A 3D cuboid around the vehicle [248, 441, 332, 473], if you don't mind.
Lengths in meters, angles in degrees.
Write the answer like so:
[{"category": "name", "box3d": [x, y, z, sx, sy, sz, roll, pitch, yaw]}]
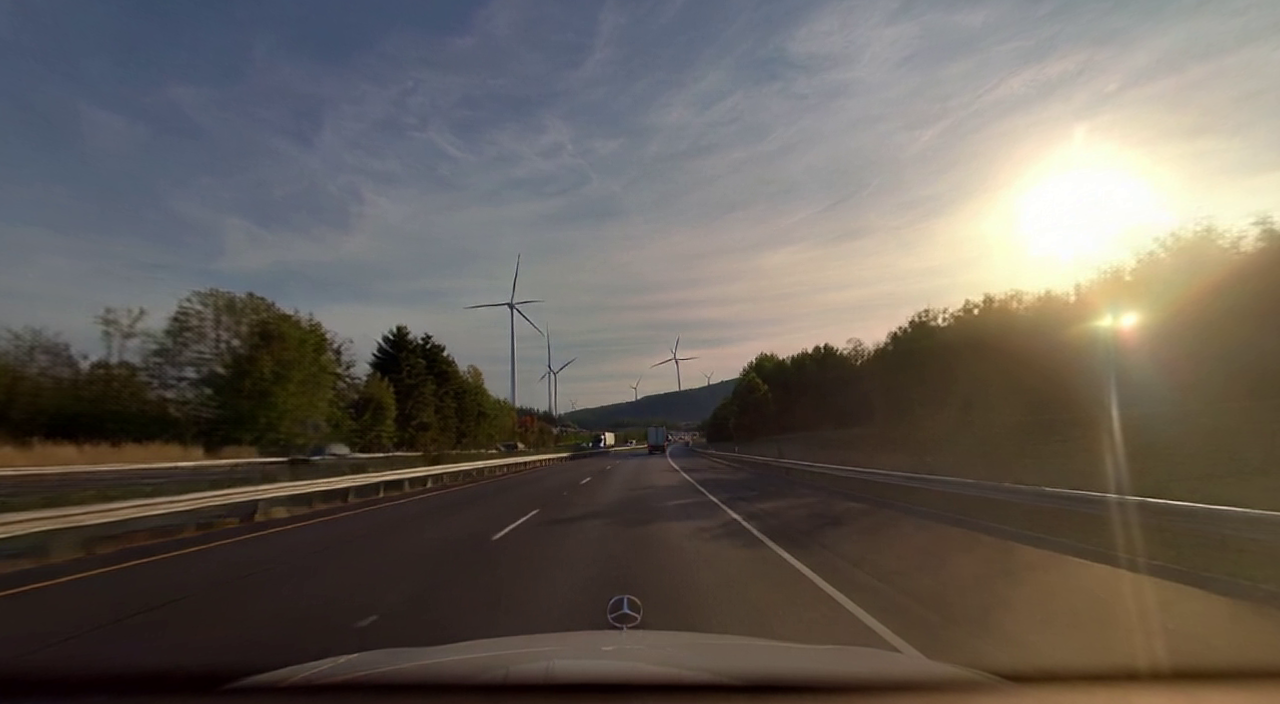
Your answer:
[{"category": "vehicle", "box3d": [-17.033, 5.119, 30.868, 1.790, 1.442, 3.956, 0, -9, 1]}]
